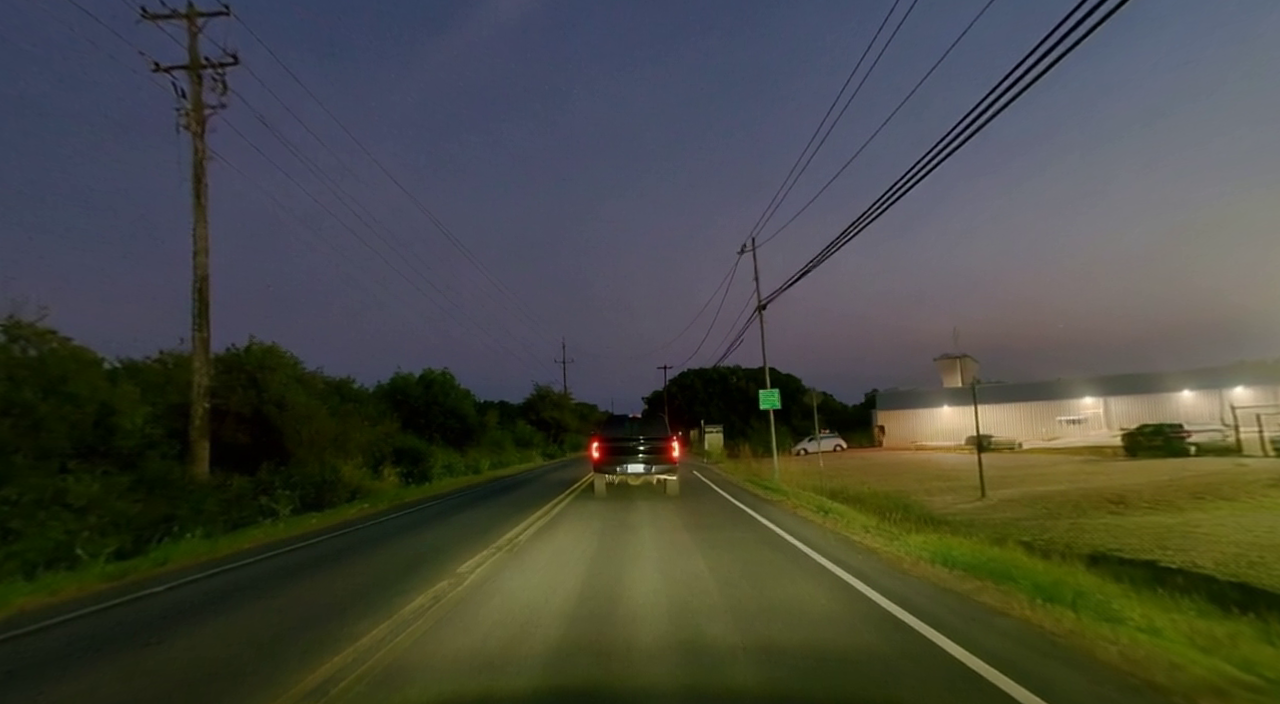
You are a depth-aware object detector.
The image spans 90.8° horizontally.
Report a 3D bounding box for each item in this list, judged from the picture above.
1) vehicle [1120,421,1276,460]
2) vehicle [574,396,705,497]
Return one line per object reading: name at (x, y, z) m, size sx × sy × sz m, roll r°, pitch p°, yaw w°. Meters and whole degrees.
vehicle at (31.452, 5.077, 35.987) m, size 2.323 × 2.002 × 6.310 m, roll 2°, pitch -9°, yaw -13°
vehicle at (-0.047, 2.729, 18.428) m, size 3.021 × 2.326 × 7.410 m, roll 0°, pitch -8°, yaw -1°
